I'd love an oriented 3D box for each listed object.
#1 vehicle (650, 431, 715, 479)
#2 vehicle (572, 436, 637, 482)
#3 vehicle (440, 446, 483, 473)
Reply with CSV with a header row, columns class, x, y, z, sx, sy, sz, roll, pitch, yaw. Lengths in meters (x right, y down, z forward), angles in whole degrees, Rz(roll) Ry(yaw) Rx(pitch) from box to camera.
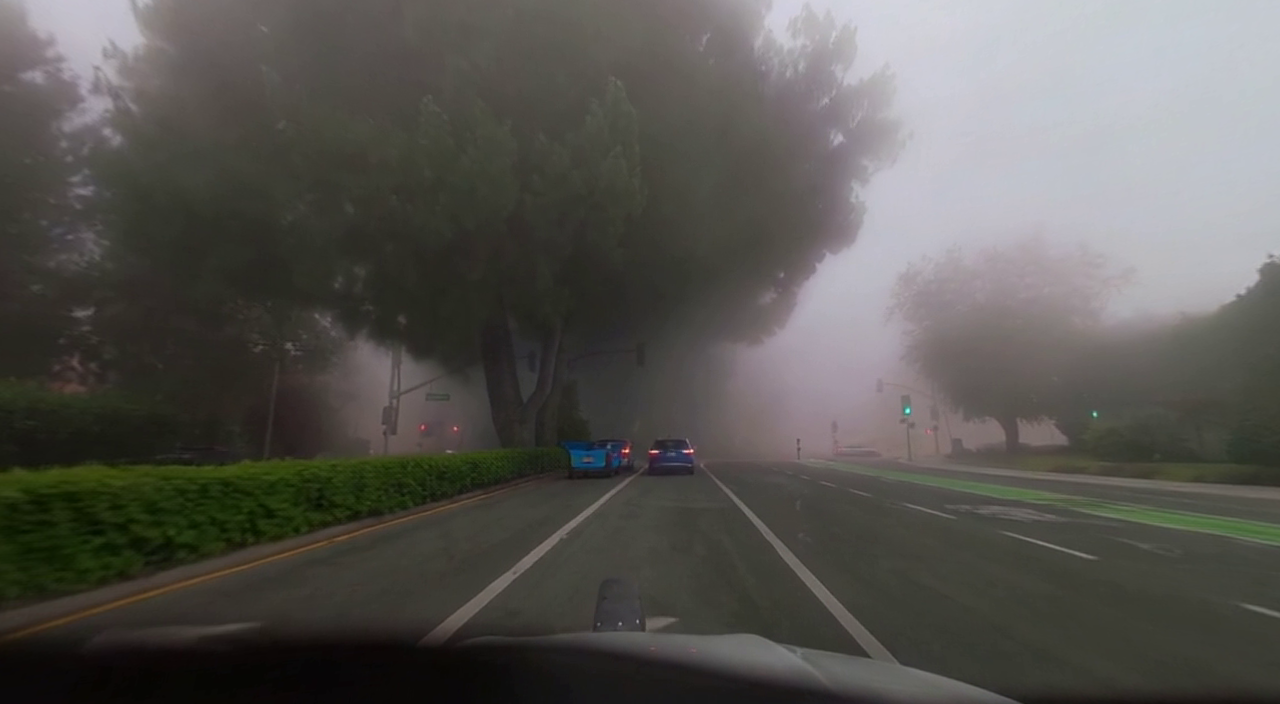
class,x,y,z,sx,sy,sz,roll,pitch,yaw
vehicle,1.606,3.983,24.655,2.286,1.701,4.395,0,-8,2
vehicle,-1.182,3.835,22.908,1.923,1.498,3.887,-1,-8,3
vehicle,-12.403,7.395,43.766,2.005,1.702,4.697,3,-9,-26
